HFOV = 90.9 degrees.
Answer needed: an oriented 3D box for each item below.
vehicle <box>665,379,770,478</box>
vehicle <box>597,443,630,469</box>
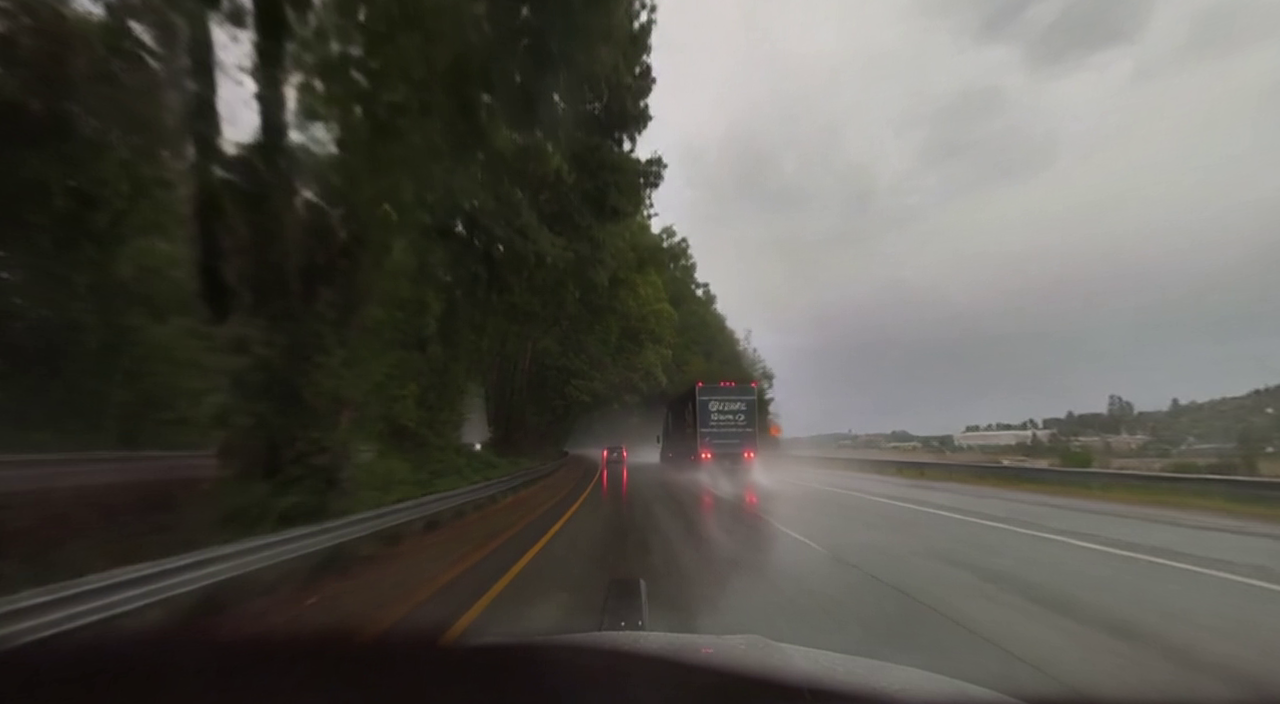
[{"bbox_3d":[3.428,4.165,32.797,2.951,4.012,14.203,0,-9,-3],"label":"vehicle"},{"bbox_3d":[-1.589,6.292,38.124,1.913,1.460,3.610,0,-9,-2],"label":"vehicle"}]
